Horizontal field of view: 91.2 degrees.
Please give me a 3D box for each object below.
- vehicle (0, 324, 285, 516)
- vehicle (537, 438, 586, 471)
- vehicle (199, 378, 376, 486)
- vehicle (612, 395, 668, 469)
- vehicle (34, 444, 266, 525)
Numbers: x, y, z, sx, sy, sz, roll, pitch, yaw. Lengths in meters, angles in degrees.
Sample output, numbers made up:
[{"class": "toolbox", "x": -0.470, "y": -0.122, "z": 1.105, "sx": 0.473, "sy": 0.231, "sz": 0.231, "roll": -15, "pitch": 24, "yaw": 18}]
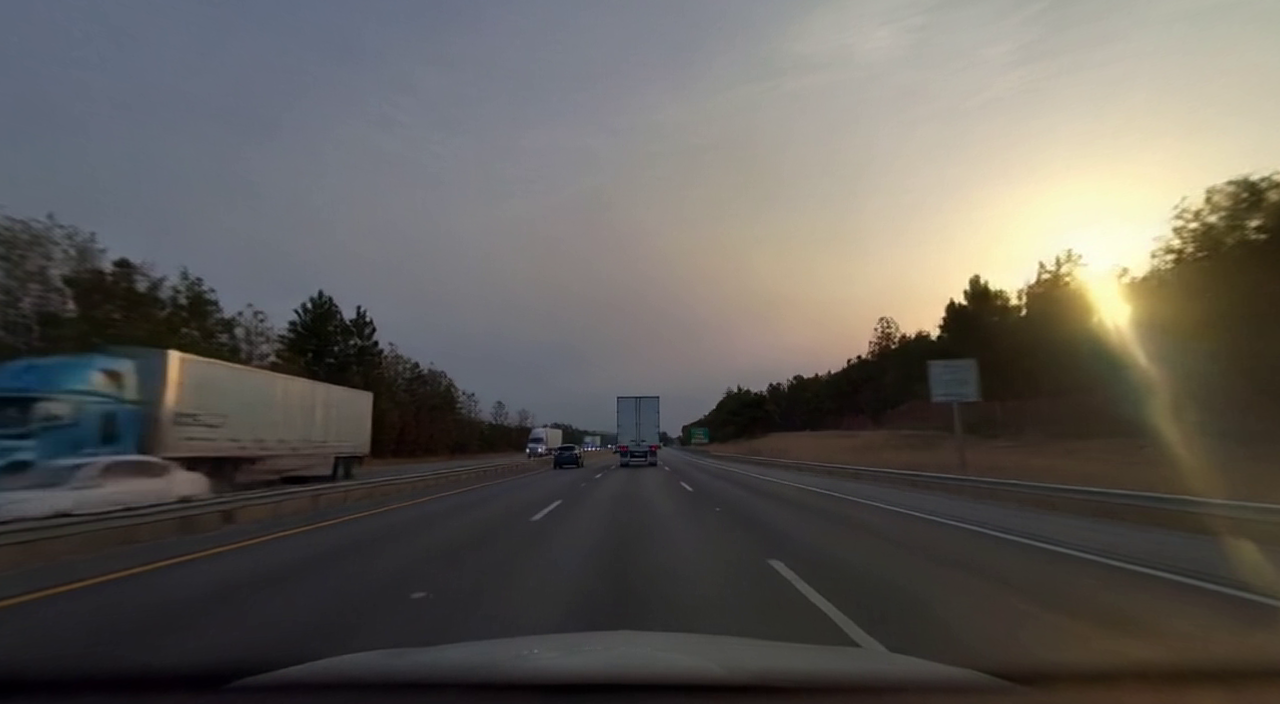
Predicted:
[{"class": "vehicle", "x": -15.071, "y": 2.204, "z": 18.455, "sx": 3.032, "sy": 4.087, "sz": 10.407, "roll": 0, "pitch": -9, "yaw": 0}, {"class": "vehicle", "x": -4.183, "y": 5.547, "z": 33.930, "sx": 2.112, "sy": 1.645, "sz": 4.129, "roll": 0, "pitch": -9, "yaw": 0}, {"class": "vehicle", "x": -15.033, "y": 3.626, "z": 27.837, "sx": 2.883, "sy": 4.057, "sz": 8.315, "roll": 0, "pitch": -9, "yaw": 0}, {"class": "vehicle", "x": -0.057, "y": 5.242, "z": 40.273, "sx": 3.100, "sy": 4.091, "sz": 10.664, "roll": 0, "pitch": -9, "yaw": 0}, {"class": "vehicle", "x": -10.392, "y": 2.796, "z": 13.766, "sx": 1.880, "sy": 1.491, "sz": 3.942, "roll": 0, "pitch": -9, "yaw": 0}]
